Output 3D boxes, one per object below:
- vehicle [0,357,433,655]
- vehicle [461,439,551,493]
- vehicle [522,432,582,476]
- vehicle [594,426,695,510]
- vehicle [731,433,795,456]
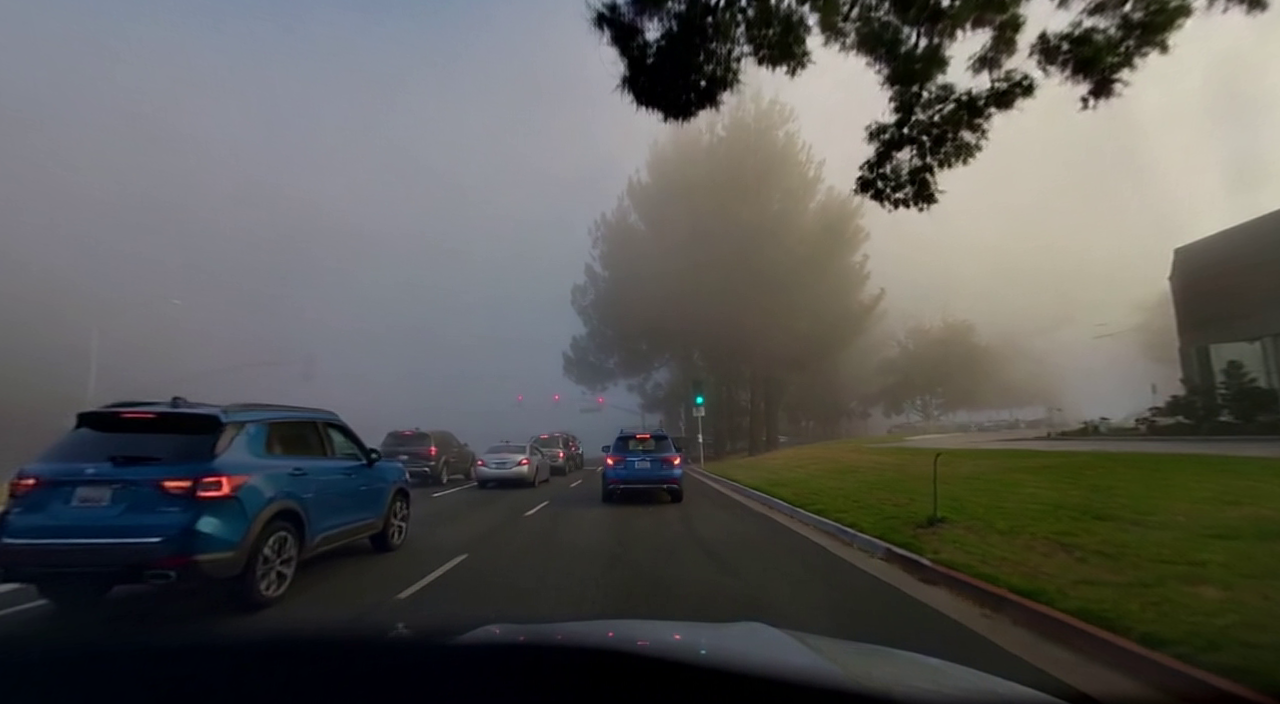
[{"bbox_3d":[-4.078,1.384,6.769,2.088,1.947,5.119,0,-9,-1],"label":"vehicle"},{"bbox_3d":[-4.110,3.569,20.154,1.942,1.523,4.212,0,-9,0],"label":"vehicle"},{"bbox_3d":[-3.916,4.652,28.877,2.043,1.813,4.549,0,-9,0],"label":"vehicle"},{"bbox_3d":[0.081,2.687,15.079,2.055,1.681,4.270,0,-9,0],"label":"vehicle"},{"bbox_3d":[8.623,6.538,44.638,4.265,1.498,1.826,-1,-9,6],"label":"vehicle"}]
